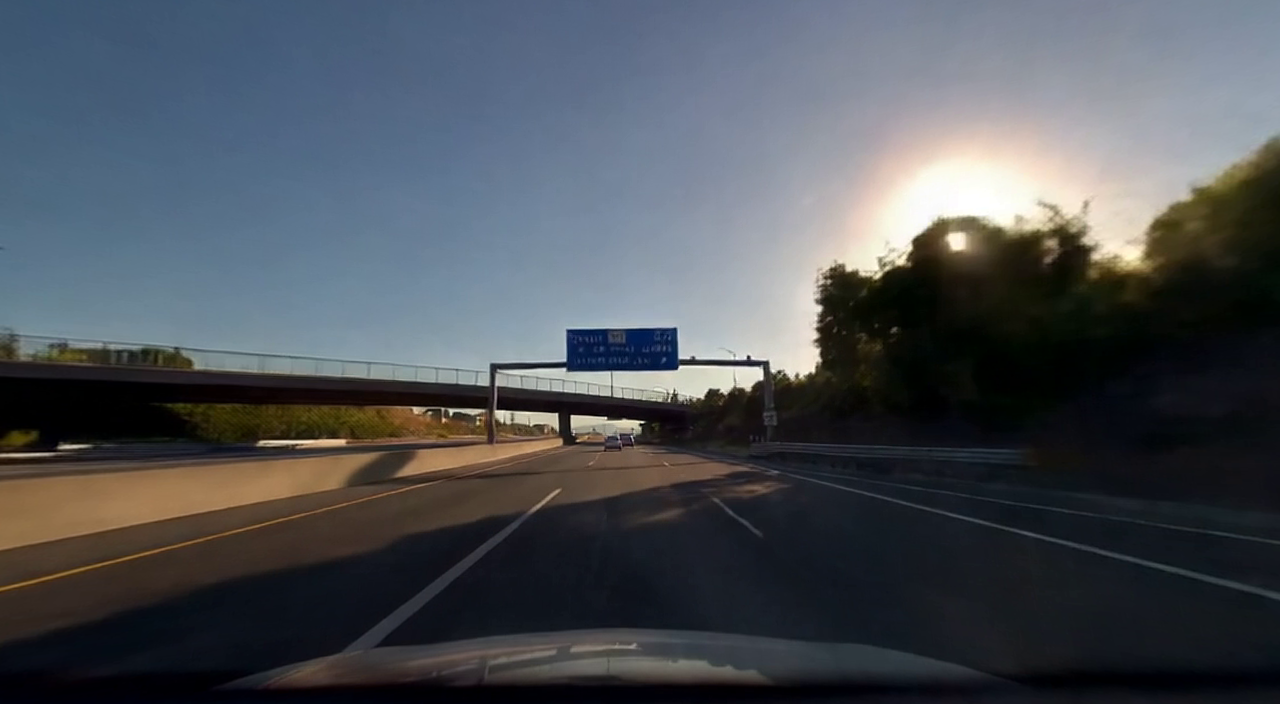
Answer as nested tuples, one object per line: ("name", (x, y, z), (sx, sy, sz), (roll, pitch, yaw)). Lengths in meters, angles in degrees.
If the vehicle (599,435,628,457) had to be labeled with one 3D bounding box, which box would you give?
("vehicle", (-1.922, 6.915, 46.642), (1.993, 1.519, 4.046), (0, -8, -1))
